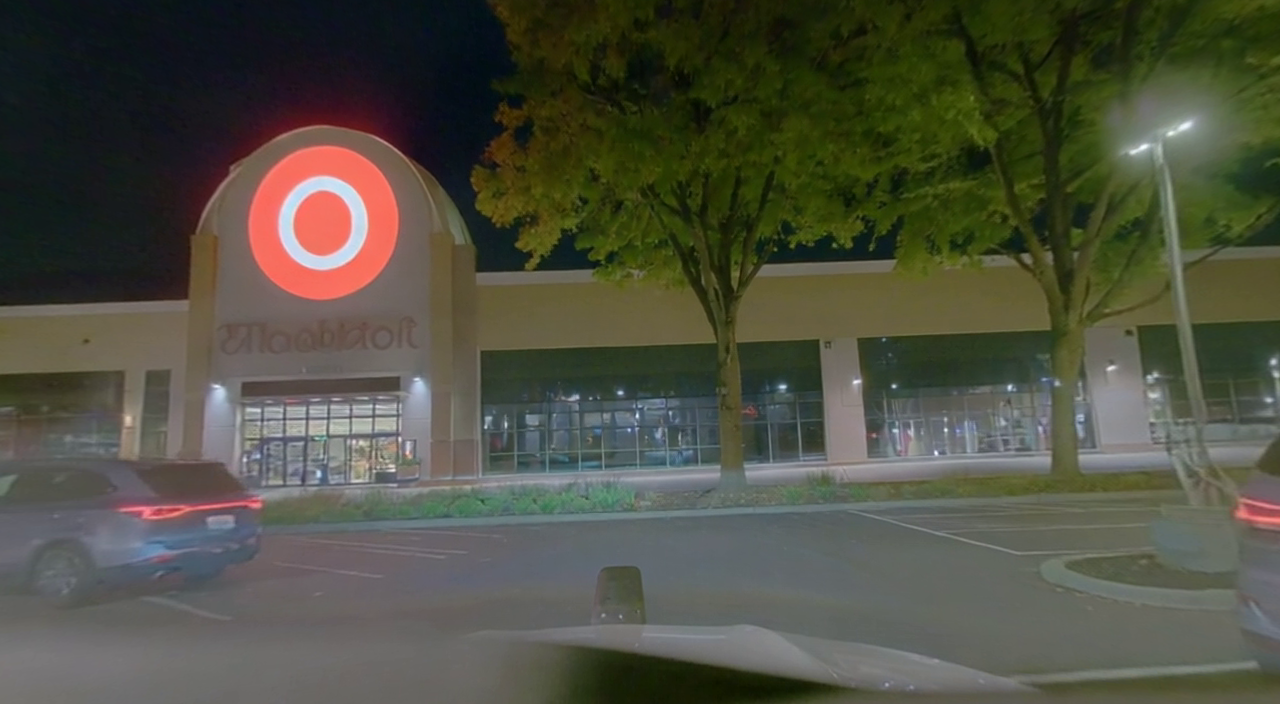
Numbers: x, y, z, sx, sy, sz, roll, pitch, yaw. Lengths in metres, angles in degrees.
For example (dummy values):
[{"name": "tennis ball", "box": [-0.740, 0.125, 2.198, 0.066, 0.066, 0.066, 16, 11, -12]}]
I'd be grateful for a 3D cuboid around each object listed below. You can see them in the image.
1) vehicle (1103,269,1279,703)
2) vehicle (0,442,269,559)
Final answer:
[{"name": "vehicle", "box": [4.991, 0.606, 2.246, 4.864, 1.916, 2.413, 1, -9, -5]}, {"name": "vehicle", "box": [-9.637, 2.482, 10.973, 4.957, 1.788, 2.092, 1, -9, -9]}]
